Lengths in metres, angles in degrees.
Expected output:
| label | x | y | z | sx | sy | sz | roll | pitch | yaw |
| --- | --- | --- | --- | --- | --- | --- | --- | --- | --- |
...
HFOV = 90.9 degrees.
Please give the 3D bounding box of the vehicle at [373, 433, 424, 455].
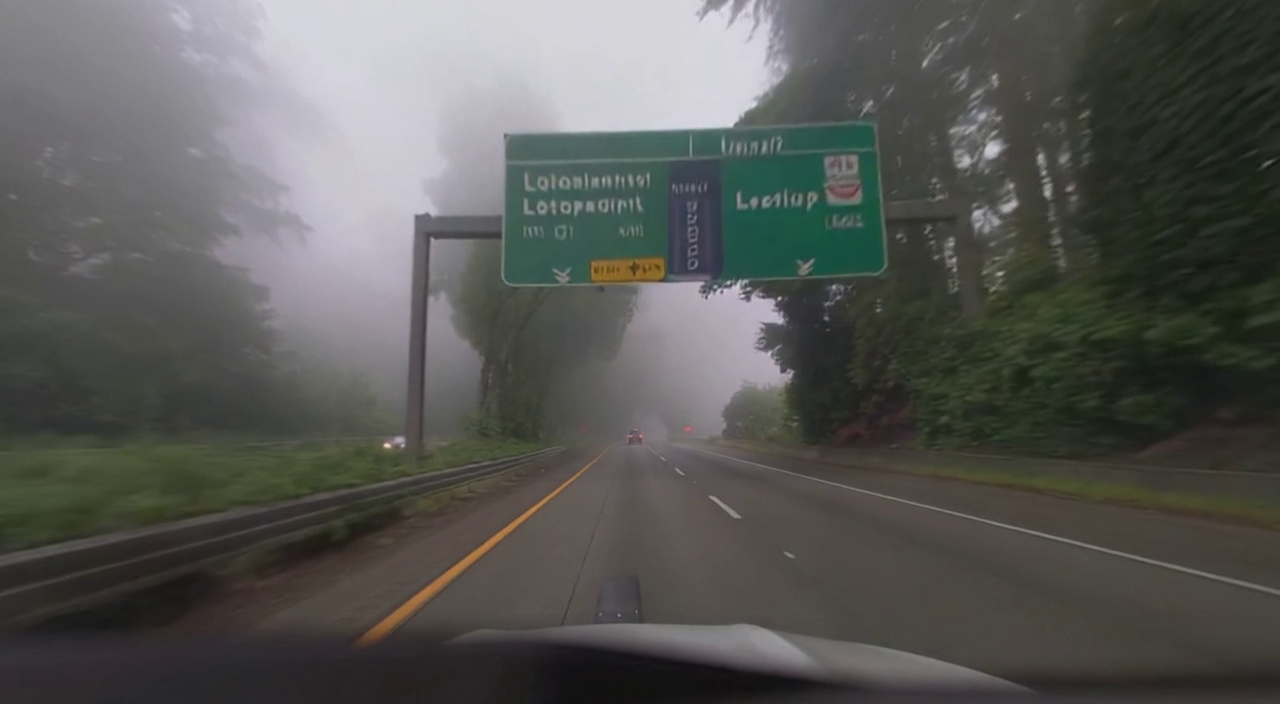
| label | x | y | z | sx | sy | sz | roll | pitch | yaw |
| --- | --- | --- | --- | --- | --- | --- | --- | --- | --- |
| vehicle | -17.771 | 6.744 | 46.498 | 1.952 | 1.511 | 4.682 | 0 | -8 | -1 |
